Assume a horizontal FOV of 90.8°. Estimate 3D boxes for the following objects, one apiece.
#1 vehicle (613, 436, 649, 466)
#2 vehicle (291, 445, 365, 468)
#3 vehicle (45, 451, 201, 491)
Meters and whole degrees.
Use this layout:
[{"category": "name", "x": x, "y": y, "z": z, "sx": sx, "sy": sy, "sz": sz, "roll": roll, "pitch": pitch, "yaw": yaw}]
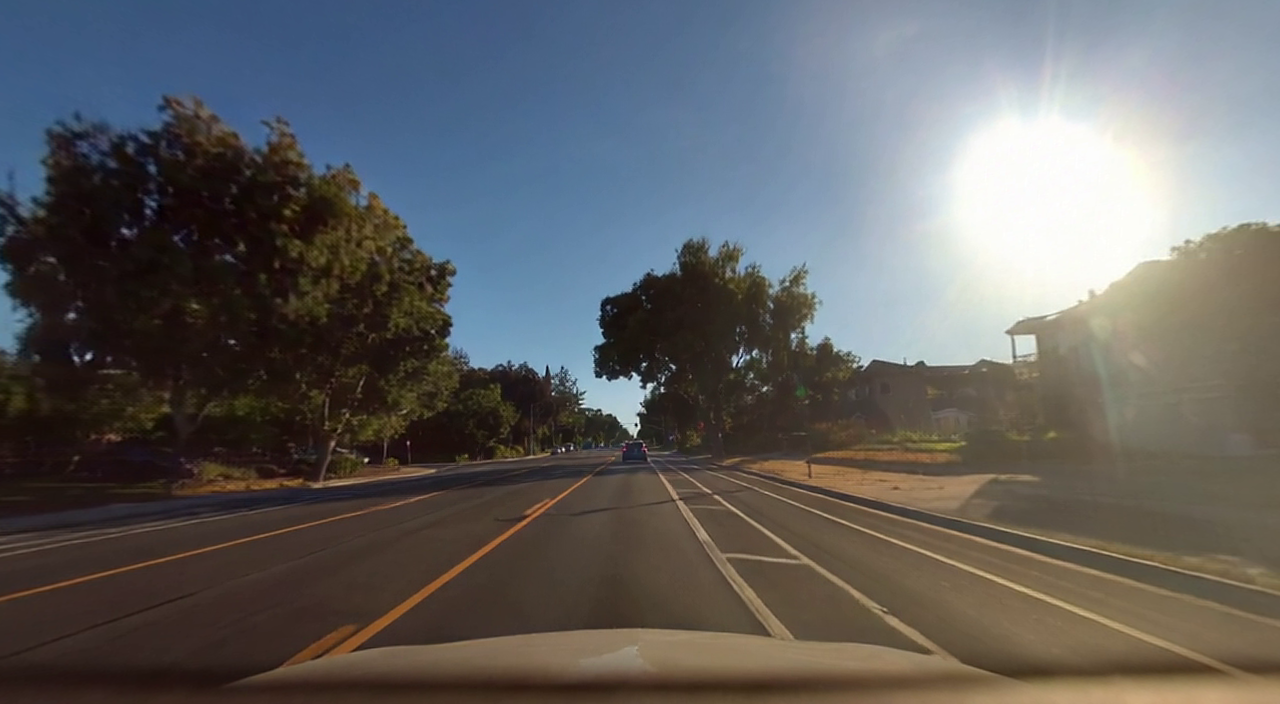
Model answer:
[{"category": "vehicle", "x": -0.593, "y": 6.432, "z": 40.997, "sx": 2.230, "sy": 1.827, "sz": 4.298, "roll": 0, "pitch": -8, "yaw": -1}, {"category": "vehicle", "x": -22.279, "y": 7.490, "z": 45.247, "sx": 4.241, "sy": 1.601, "sz": 1.970, "roll": 0, "pitch": -8, "yaw": 1}, {"category": "vehicle", "x": -19.970, "y": 4.600, "z": 24.552, "sx": 4.232, "sy": 1.458, "sz": 2.010, "roll": 0, "pitch": -8, "yaw": -2}]
